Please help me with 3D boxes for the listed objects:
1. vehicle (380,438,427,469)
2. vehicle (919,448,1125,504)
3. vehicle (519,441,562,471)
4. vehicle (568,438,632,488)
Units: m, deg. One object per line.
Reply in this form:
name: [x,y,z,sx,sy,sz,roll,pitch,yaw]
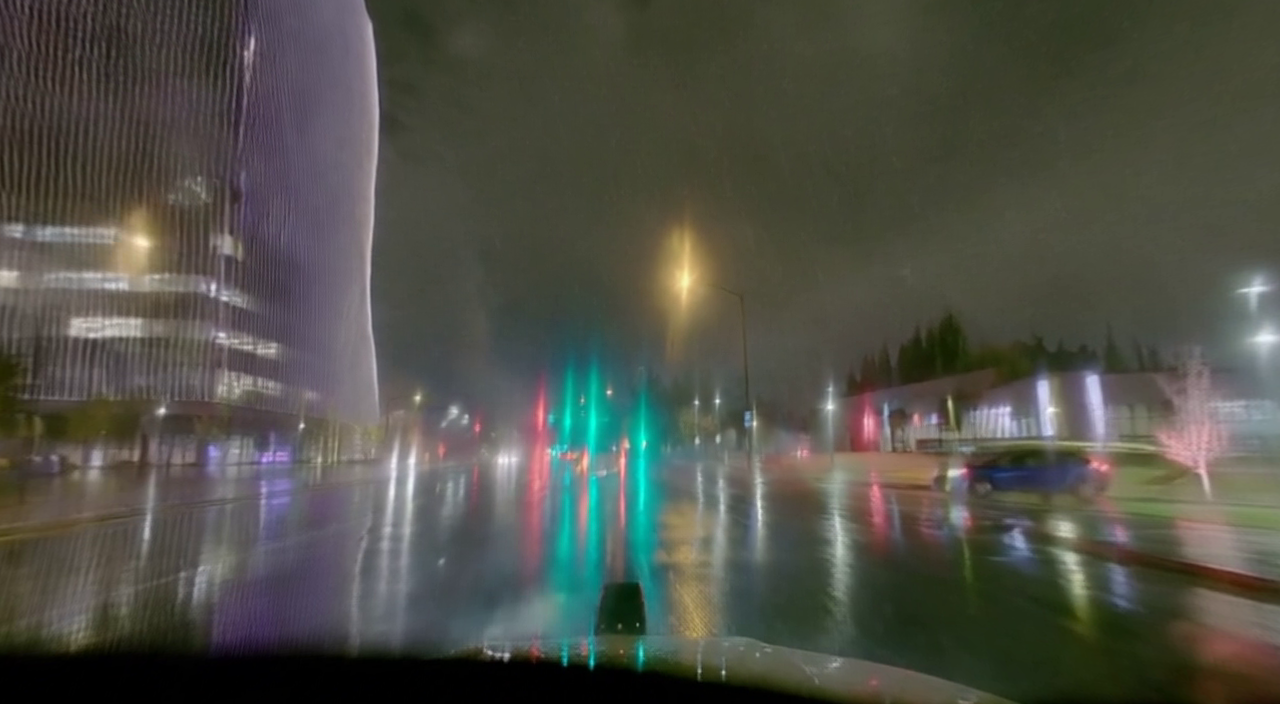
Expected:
vehicle: [-17.315,7.542,46.467,2.334,1.945,5.298,6,-12,-12]
vehicle: [11.080,3.620,18.640,4.645,1.505,2.100,-1,-9,7]
vehicle: [-6.261,6.446,39.167,2.121,1.728,4.161,3,-9,-16]
vehicle: [-1.467,4.111,23.682,2.183,1.675,4.319,0,-9,-3]
